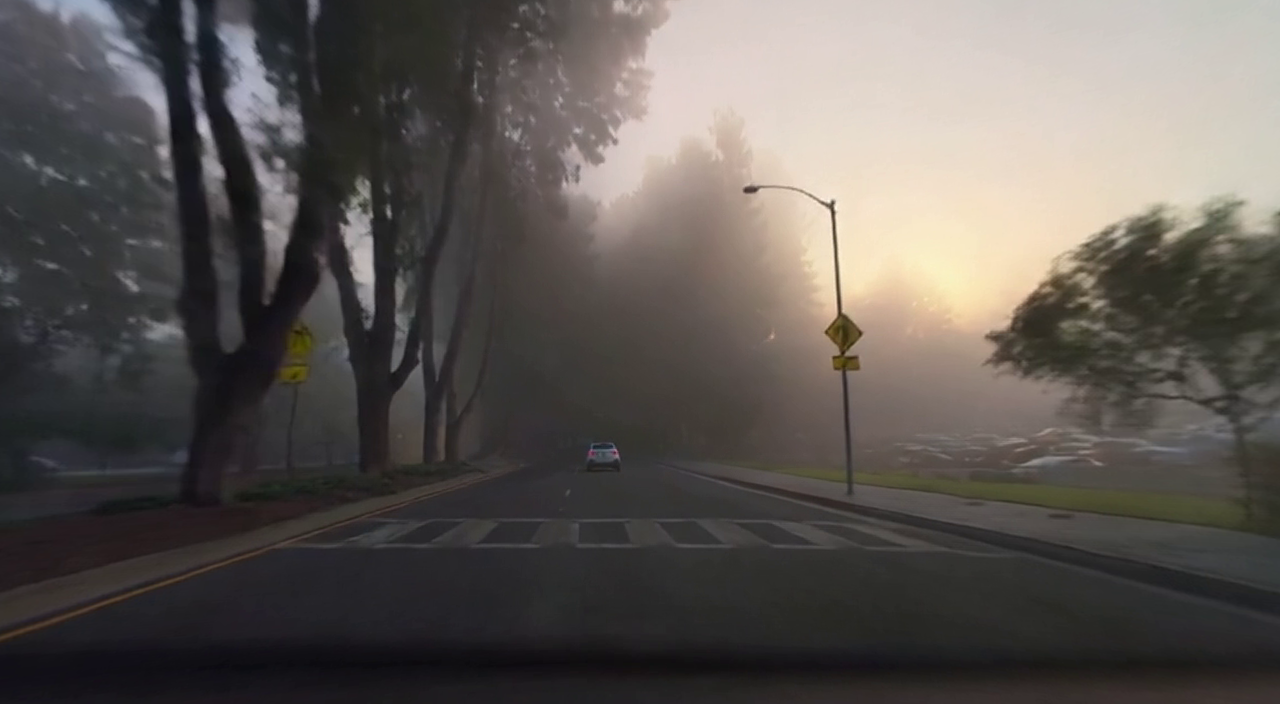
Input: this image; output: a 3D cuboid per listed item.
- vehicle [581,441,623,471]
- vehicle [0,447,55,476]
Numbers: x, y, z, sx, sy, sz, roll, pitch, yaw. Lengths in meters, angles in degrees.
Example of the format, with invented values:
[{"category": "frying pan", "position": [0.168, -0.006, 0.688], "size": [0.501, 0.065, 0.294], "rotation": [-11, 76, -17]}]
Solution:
[{"category": "vehicle", "position": [-2.103, 5.594, 34.257], "size": [2.142, 1.501, 4.273], "rotation": [1, -9, -4]}, {"category": "vehicle", "position": [-47.468, 8.433, 48.979], "size": [2.020, 2.099, 4.657], "rotation": [5, -10, -30]}]
